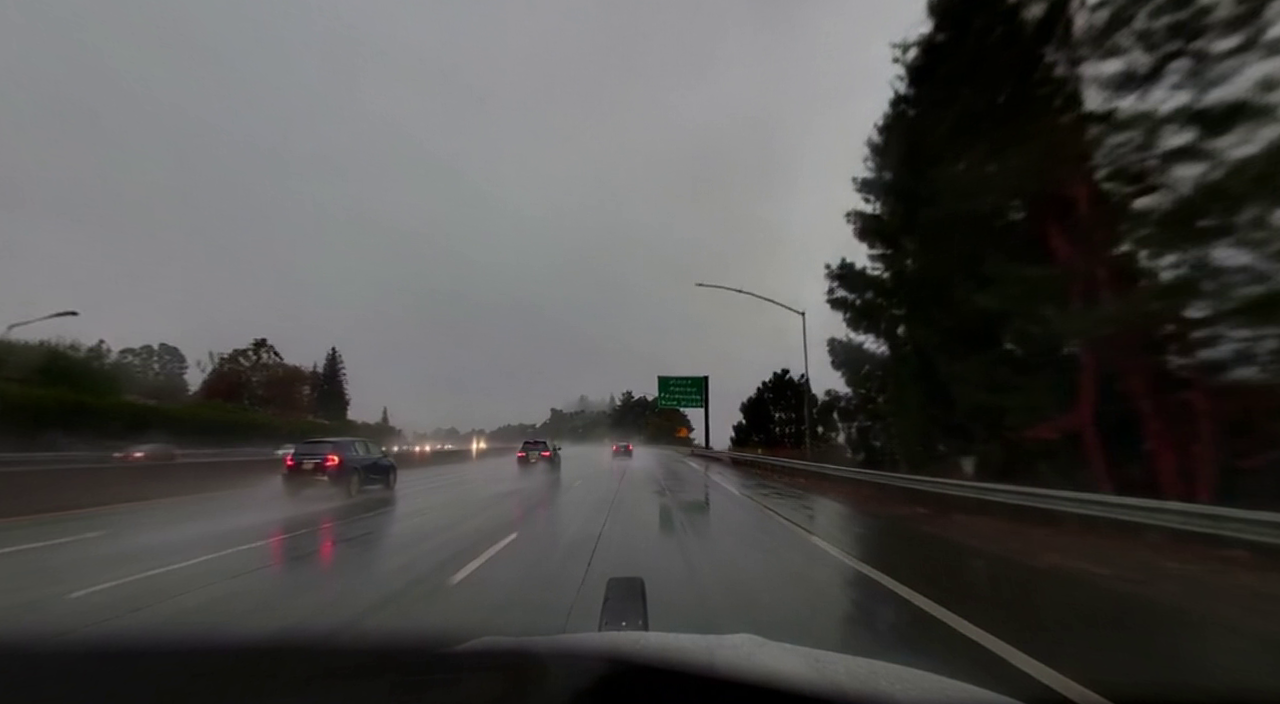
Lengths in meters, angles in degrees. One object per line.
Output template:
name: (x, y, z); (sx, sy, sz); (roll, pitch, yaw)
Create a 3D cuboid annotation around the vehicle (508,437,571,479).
vehicle: (-4.169, 4.479, 26.943); (1.991, 1.610, 4.606); (0, -8, -1)

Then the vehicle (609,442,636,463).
vehicle: (-1.257, 7.313, 45.923); (1.881, 1.460, 3.694); (0, -8, -2)

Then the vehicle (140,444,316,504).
vehicle: (-11.756, 3.464, 18.501); (2.028, 1.499, 4.702); (0, -8, -1)

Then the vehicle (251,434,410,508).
vehicle: (-7.707, 2.976, 16.233); (2.086, 1.628, 4.039); (0, -8, -1)
